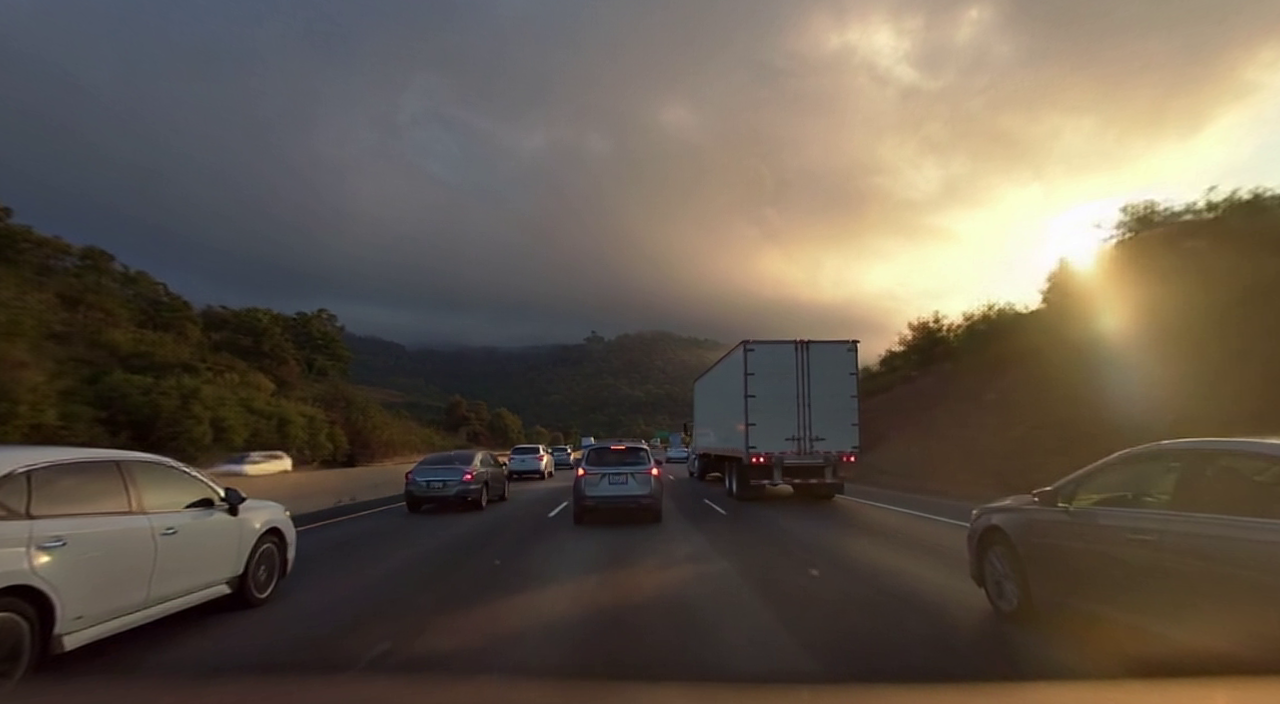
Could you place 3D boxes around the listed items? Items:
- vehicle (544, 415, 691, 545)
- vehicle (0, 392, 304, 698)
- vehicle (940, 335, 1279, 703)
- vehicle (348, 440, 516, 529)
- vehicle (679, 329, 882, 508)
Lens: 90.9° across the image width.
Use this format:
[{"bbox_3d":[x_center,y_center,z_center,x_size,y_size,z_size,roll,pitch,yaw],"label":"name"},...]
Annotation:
[{"bbox_3d":[-0.316,2.109,10.911,2.037,1.792,4.194,0,-9,0],"label":"vehicle"},{"bbox_3d":[-4.309,1.186,4.350,1.789,1.620,3.841,0,-9,1],"label":"vehicle"},{"bbox_3d":[3.641,0.895,3.049,2.076,1.751,4.666,0,-9,0],"label":"vehicle"},{"bbox_3d":[-3.989,2.605,12.984,1.923,1.503,4.293,0,-9,1],"label":"vehicle"},{"bbox_3d":[3.666,2.695,22.229,3.186,4.111,15.553,0,-9,-2],"label":"vehicle"}]
